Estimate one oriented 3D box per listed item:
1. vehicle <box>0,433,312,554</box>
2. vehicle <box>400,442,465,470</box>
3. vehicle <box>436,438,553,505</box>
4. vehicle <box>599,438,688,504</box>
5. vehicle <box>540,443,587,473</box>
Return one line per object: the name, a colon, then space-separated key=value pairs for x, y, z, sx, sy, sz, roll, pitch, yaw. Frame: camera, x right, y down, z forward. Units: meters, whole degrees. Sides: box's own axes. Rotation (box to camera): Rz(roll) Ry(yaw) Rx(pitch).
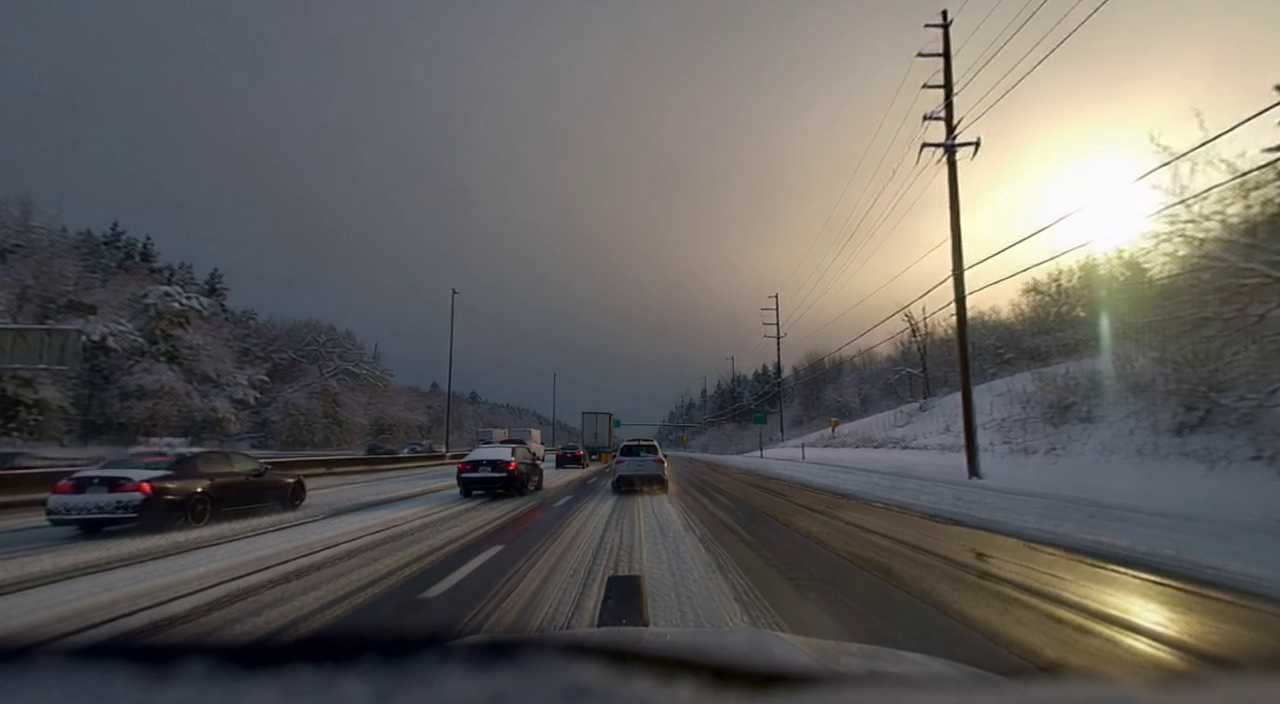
vehicle: x=-7.359 y=2.057 z=9.941 sx=1.867 sy=1.445 sz=4.499 roll=0 pitch=-9 yaw=1
vehicle: x=-11.974 y=6.057 z=36.779 sx=2.089 sy=1.500 sz=4.780 roll=0 pitch=-9 yaw=1
vehicle: x=-3.490 y=2.944 z=15.953 sx=1.912 sy=1.464 sz=4.115 roll=0 pitch=-9 yaw=1
vehicle: x=0.025 y=3.037 z=16.568 sx=2.018 sy=1.470 sz=4.491 roll=0 pitch=-9 yaw=-1
vehicle: x=-3.911 y=5.483 z=32.826 sx=2.013 sy=1.437 sz=3.801 roll=0 pitch=-9 yaw=0
